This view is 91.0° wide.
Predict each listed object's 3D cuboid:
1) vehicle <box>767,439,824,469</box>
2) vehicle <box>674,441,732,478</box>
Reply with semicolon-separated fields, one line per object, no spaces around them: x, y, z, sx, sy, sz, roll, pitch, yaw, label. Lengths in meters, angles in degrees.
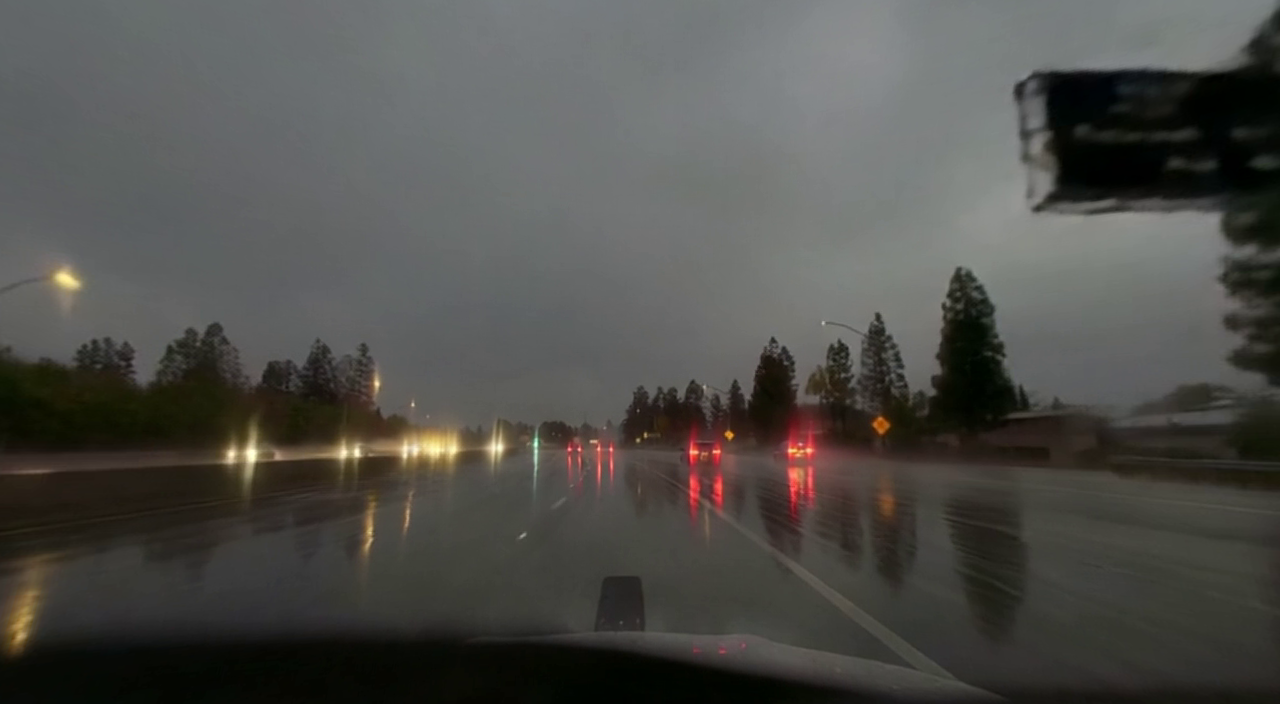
9.213;6.099;37.718;1.909;1.634;4.739;1;-9;-4;vehicle
2.785;4.842;28.623;1.975;1.562;3.823;1;-9;-4;vehicle
